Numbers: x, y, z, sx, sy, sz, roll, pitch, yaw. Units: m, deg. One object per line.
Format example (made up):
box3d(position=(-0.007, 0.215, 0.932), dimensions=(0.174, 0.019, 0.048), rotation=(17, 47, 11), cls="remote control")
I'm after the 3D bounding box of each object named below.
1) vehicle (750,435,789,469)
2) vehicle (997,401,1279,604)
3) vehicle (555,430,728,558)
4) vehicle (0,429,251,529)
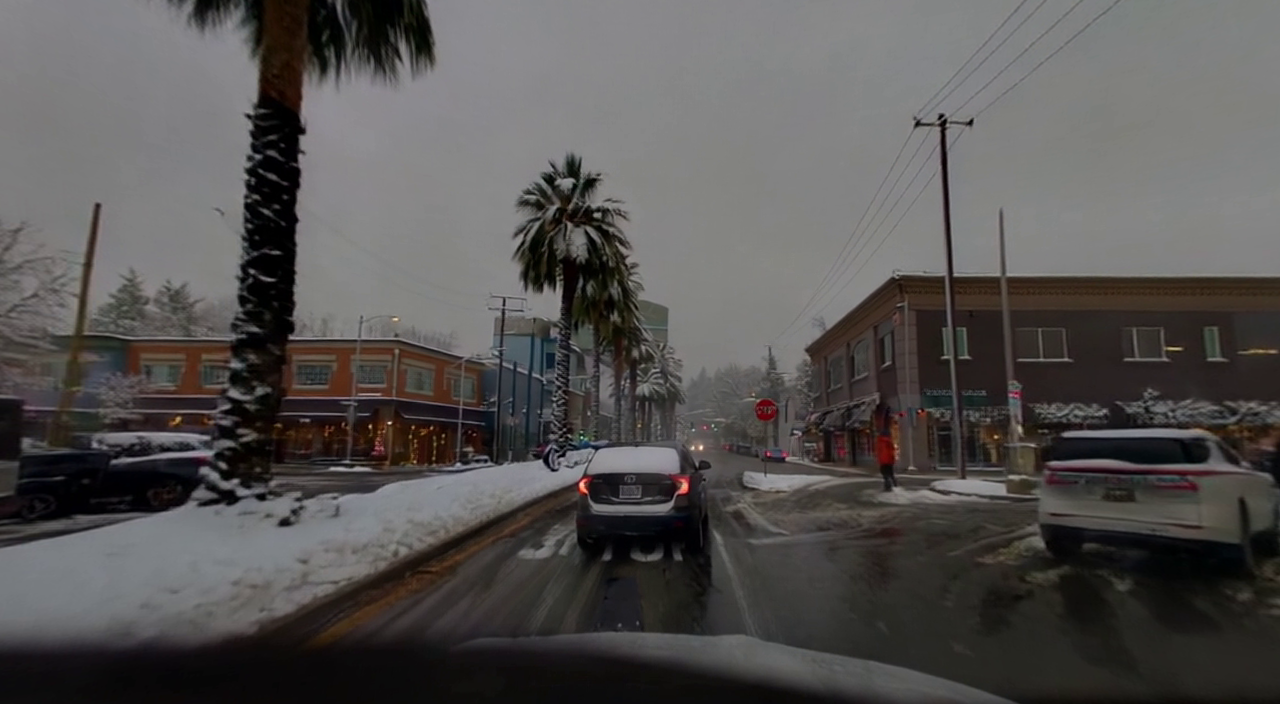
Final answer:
box3d(position=(9.769, 7.506, 47.690), dimensions=(2.467, 2.369, 1.577), rotation=(4, -9, -37), cls="vehicle")
box3d(position=(6.161, 1.584, 7.552), dimensions=(4.623, 1.650, 1.937), rotation=(8, -12, -43), cls="vehicle")
box3d(position=(0.146, 1.975, 9.471), dimensions=(2.031, 1.479, 3.969), rotation=(-1, -9, 4), cls="vehicle")
box3d(position=(-10.724, 2.500, 12.907), dimensions=(2.089, 1.731, 4.223), rotation=(-9, -12, 44), cls="vehicle")
